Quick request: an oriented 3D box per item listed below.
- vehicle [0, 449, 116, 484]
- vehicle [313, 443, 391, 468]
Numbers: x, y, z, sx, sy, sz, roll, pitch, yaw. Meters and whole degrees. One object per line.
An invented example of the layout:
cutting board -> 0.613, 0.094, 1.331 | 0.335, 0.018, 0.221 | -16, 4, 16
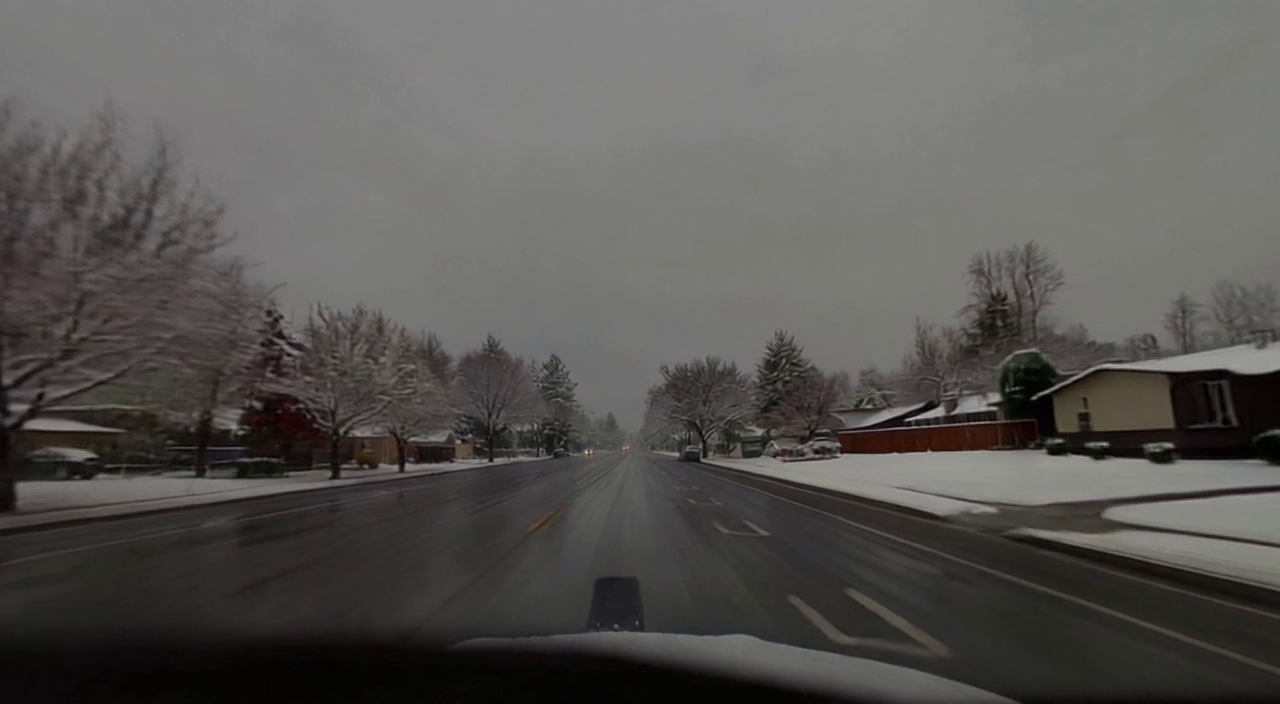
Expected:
vehicle -> -27.894, 5.346, 29.719 | 4.551, 1.556, 2.061 | 0, -8, -1
vehicle -> -21.919, 7.857, 48.210 | 4.889, 1.822, 2.159 | 0, -8, -3
